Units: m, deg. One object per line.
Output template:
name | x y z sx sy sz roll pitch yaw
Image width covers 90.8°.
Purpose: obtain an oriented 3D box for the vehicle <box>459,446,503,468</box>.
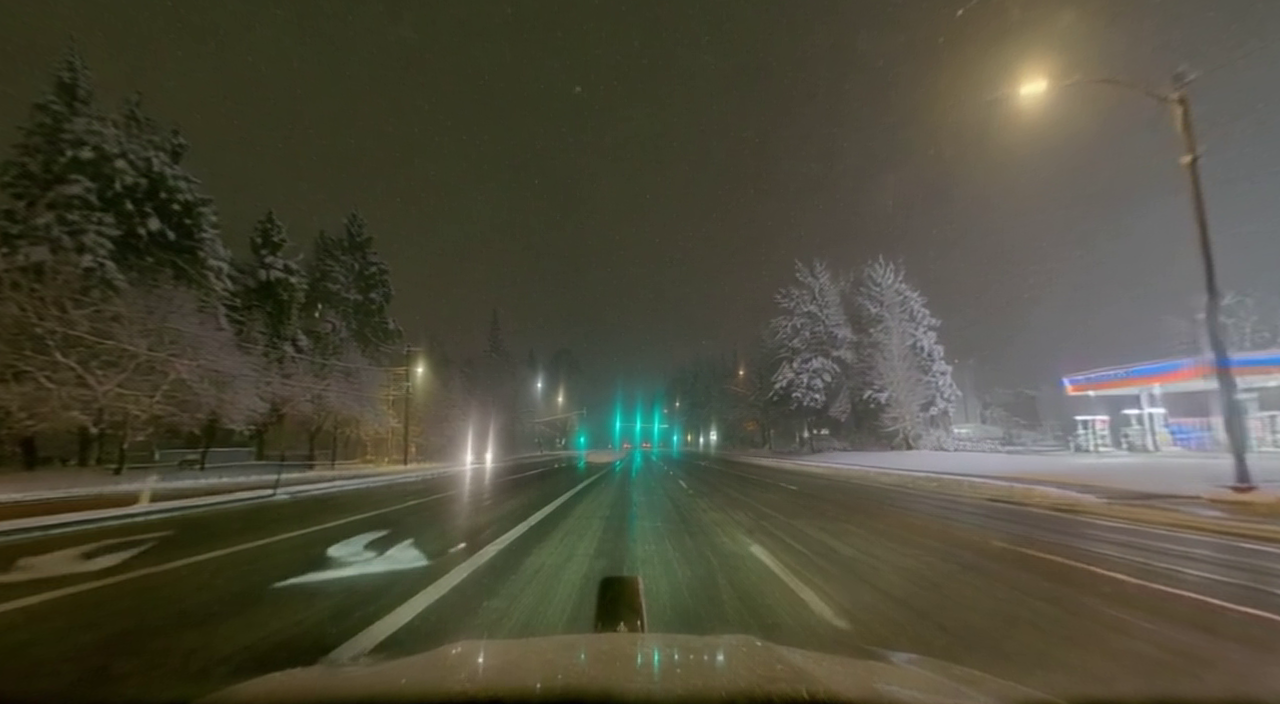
vehicle | -11.684 7.750 46.827 1.972 1.466 4.683 0 -8 1
